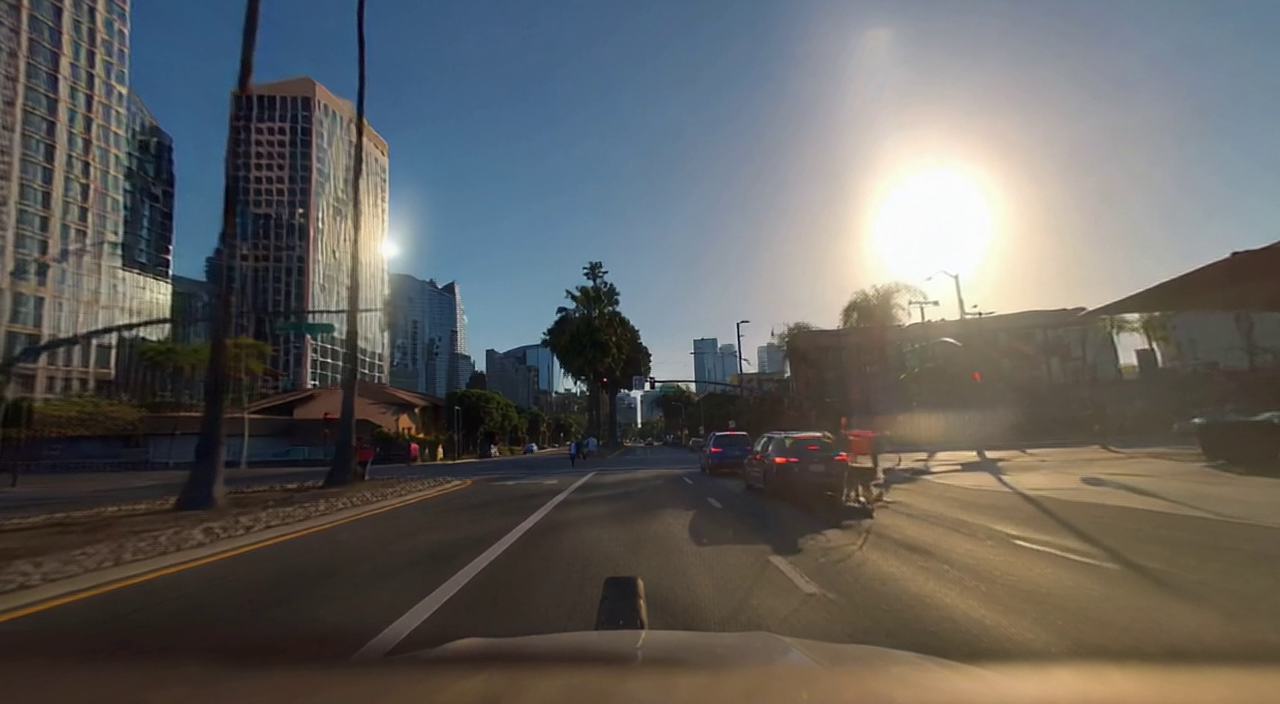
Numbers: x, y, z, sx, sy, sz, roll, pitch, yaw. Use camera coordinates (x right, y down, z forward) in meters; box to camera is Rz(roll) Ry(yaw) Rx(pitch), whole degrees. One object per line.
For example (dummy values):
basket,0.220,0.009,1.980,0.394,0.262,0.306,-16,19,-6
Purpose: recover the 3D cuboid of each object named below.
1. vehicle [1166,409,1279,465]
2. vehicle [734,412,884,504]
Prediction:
vehicle,19.518,2.699,19.983,1.761,1.615,4.403,0,-9,-3
vehicle,3.634,2.407,14.683,2.060,1.756,4.770,0,-8,-1
